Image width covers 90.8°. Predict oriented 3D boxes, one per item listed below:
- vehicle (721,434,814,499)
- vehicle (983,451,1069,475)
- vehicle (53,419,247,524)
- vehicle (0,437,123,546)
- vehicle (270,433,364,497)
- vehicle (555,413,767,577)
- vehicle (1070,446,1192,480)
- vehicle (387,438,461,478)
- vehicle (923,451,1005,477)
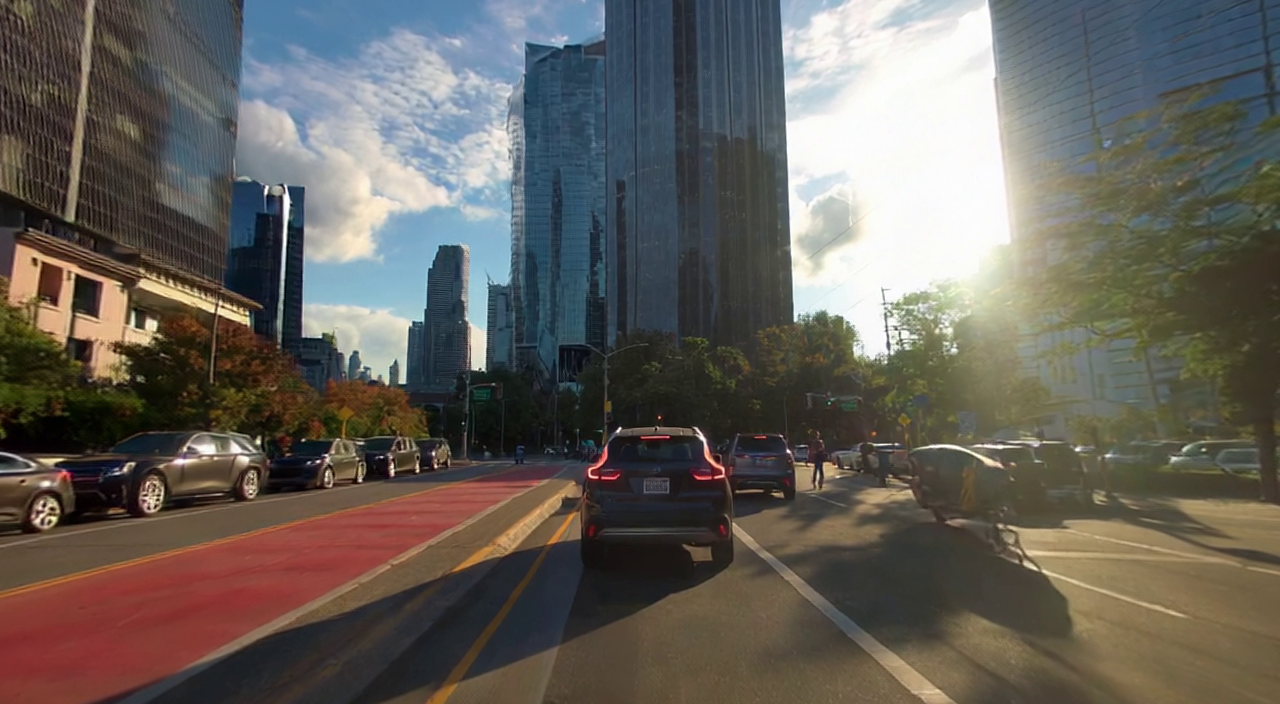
[{"bbox_3d":[3.856,3.555,20.090,2.143,1.793,4.763,0,-8,2],"label":"vehicle"},{"bbox_3d":[28.268,8.067,46.328,5.153,1.626,1.895,-6,-11,36],"label":"vehicle"},{"bbox_3d":[-10.334,2.507,13.696,1.543,1.946,3.454,1,-8,-5],"label":"vehicle"},{"bbox_3d":[-9.975,1.980,8.918,1.844,1.524,4.371,0,-8,-4],"label":"vehicle"},{"bbox_3d":[-10.961,3.820,21.679,1.559,1.973,3.419,0,-8,-4],"label":"vehicle"},{"bbox_3d":[0.262,1.804,8.728,2.192,1.695,4.142,0,-8,1],"label":"vehicle"},{"bbox_3d":[31.139,7.027,40.376,5.890,1.996,2.155,-6,-10,34],"label":"vehicle"},{"bbox_3d":[-11.648,5.738,34.575,2.338,1.963,5.740,0,-8,-3],"label":"vehicle"},{"bbox_3d":[23.338,8.029,45.626,4.956,1.706,1.822,-6,-10,34],"label":"vehicle"}]
